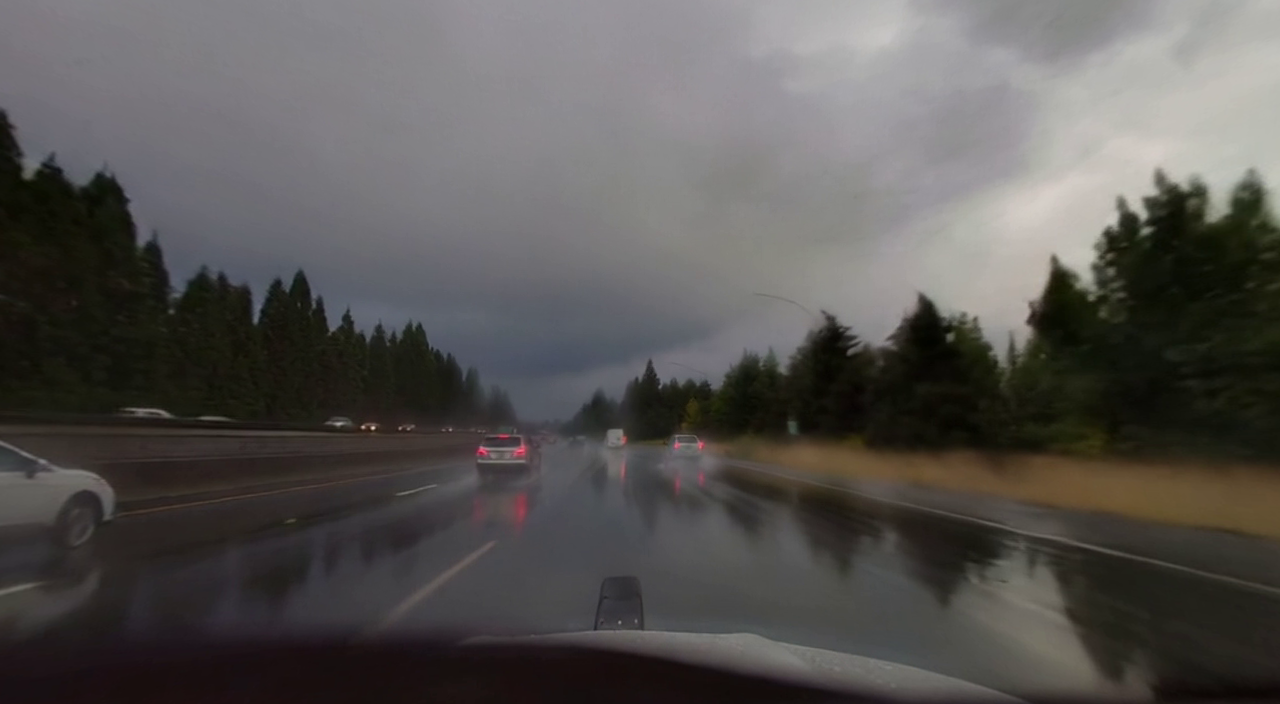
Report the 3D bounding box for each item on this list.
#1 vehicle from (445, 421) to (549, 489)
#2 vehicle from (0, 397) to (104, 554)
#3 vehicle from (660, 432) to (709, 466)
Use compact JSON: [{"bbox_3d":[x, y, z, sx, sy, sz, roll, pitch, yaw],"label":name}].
[{"bbox_3d":[-3.920,2.918,18.078,2.002,1.680,4.301,0,-8,-1],"label":"vehicle"},{"bbox_3d":[-8.085,1.184,5.758,2.237,1.703,4.681,0,-8,-1],"label":"vehicle"},{"bbox_3d":[2.294,5.146,33.566,2.053,1.698,4.097,1,-8,-3],"label":"vehicle"}]
